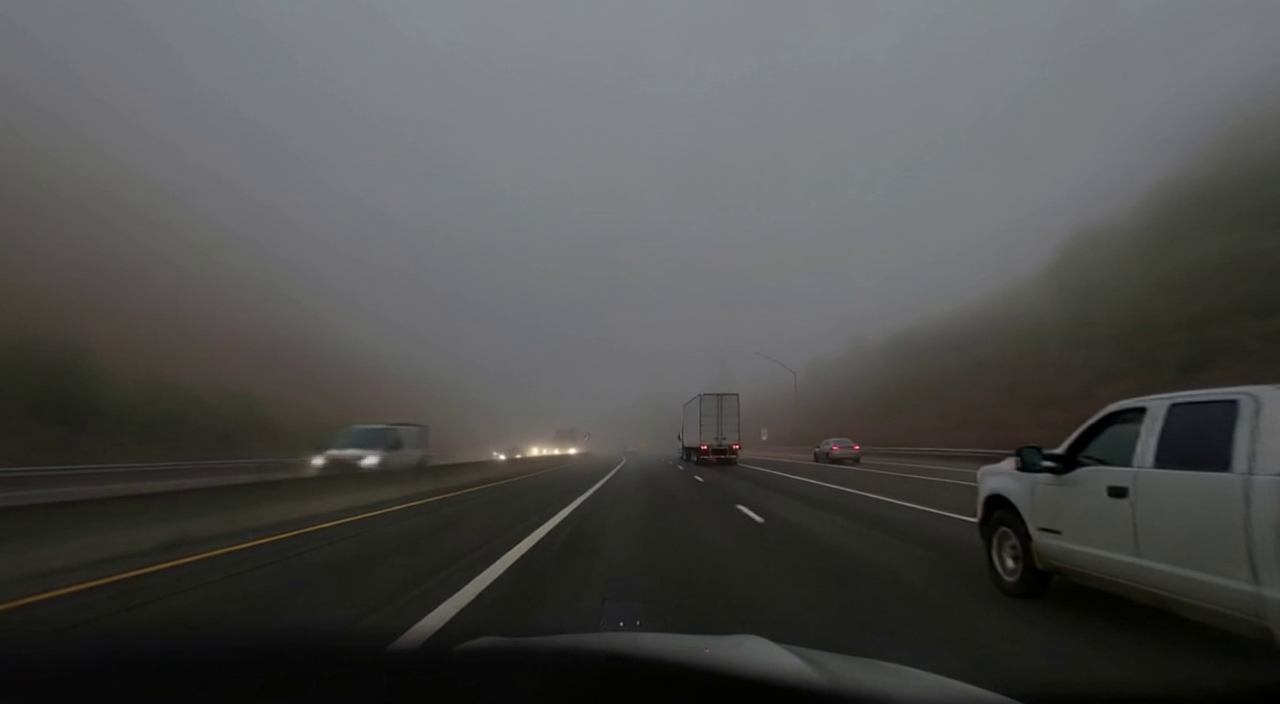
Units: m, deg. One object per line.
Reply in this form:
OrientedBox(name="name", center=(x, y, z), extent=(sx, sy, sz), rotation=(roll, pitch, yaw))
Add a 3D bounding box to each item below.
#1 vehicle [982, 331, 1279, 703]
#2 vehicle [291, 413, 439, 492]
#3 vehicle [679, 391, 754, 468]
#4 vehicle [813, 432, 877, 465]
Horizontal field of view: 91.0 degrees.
OrientedBox(name="vehicle", center=(3.811, 0.816, 2.914), extent=(2.055, 1.737, 4.224), rotation=(0, -9, 0))
OrientedBox(name="vehicle", center=(-8.973, 3.381, 21.356), extent=(2.318, 2.271, 5.847), rotation=(0, -9, 0))
OrientedBox(name="vehicle", center=(4.304, 4.839, 38.190), extent=(3.049, 3.968, 10.706), rotation=(0, -9, -1))
OrientedBox(name="vehicle", center=(11.681, 5.553, 36.240), extent=(2.046, 1.741, 4.769), rotation=(0, -9, -1))
